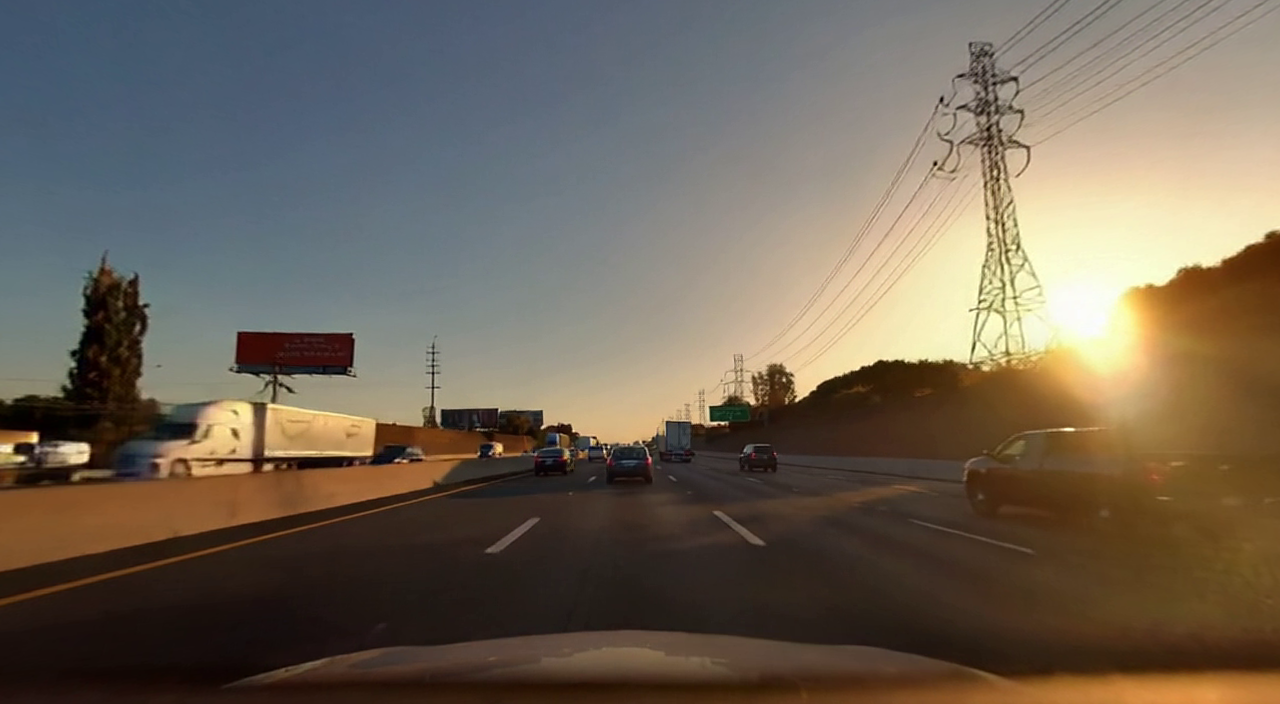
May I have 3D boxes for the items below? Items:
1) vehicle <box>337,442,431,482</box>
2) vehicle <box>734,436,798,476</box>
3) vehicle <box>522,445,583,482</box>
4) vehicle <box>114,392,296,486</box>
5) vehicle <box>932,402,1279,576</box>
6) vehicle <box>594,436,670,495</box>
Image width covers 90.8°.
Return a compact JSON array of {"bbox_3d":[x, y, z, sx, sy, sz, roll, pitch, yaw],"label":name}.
[{"bbox_3d":[-10.776,4.653,27.059,1.857,1.524,5.060,0,-9,1],"label":"vehicle"},{"bbox_3d":[6.836,5.737,35.060,2.302,1.973,5.502,0,-9,-1],"label":"vehicle"},{"bbox_3d":[-3.818,4.925,28.262,2.025,1.498,4.675,0,-9,0],"label":"vehicle"},{"bbox_3d":[-20.538,4.277,30.737,3.012,3.940,8.053,0,-9,0],"label":"vehicle"},{"bbox_3d":[6.726,1.867,9.479,2.086,1.862,5.232,0,-9,-1],"label":"vehicle"},{"bbox_3d":[-0.245,3.581,20.246,2.191,1.685,4.015,0,-9,-1],"label":"vehicle"}]
